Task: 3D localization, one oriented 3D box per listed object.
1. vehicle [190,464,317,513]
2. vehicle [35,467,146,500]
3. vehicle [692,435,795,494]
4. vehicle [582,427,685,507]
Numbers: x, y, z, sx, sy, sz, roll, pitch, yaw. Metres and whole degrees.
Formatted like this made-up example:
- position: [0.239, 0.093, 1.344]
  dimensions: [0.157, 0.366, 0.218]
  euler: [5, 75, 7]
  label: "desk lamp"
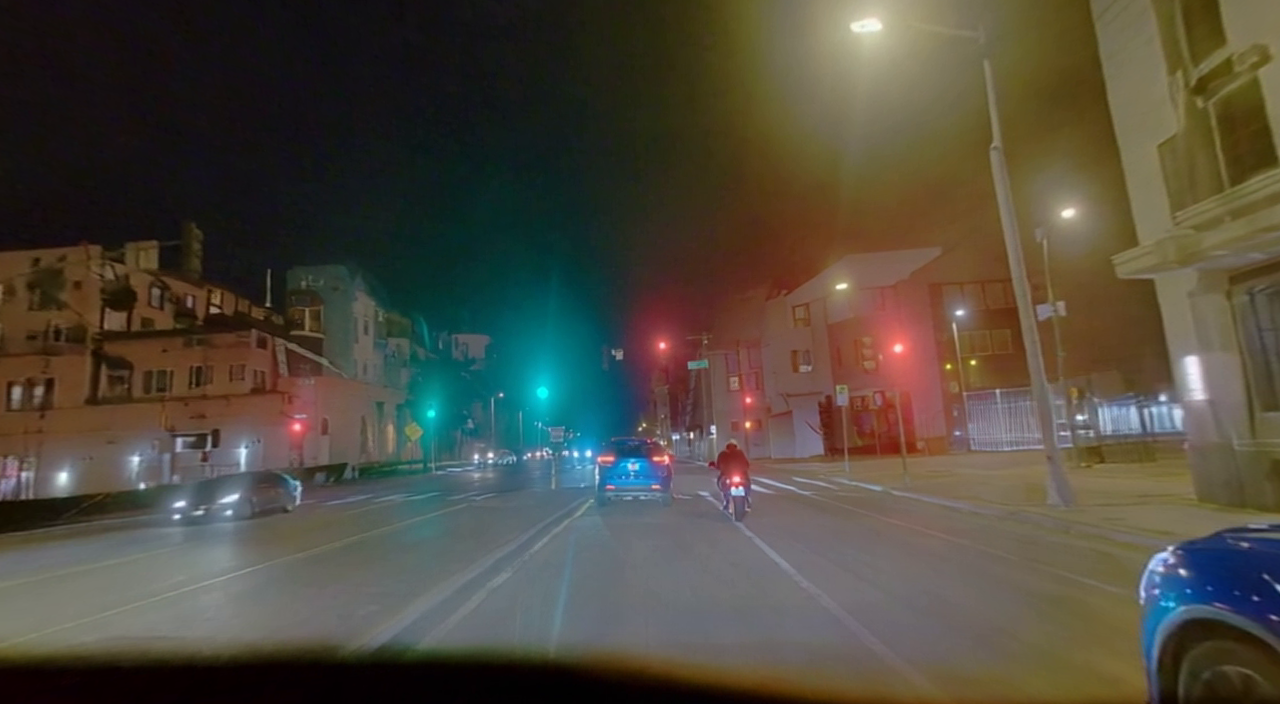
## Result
- position: [-14.475, 5.107, 24.039]
  dimensions: [1.963, 1.492, 4.885]
  euler: [0, -9, -3]
  label: "vehicle"
- position: [-30.909, 7.382, 35.571]
  dimensions: [4.326, 1.694, 1.949]
  euler: [0, -9, -1]
  label: "vehicle"
- position: [2.906, 3.285, 18.789]
  dimensions: [2.101, 1.507, 4.355]
  euler: [0, -9, -3]
  label: "vehicle"
- position: [-0.137, 2.866, 16.108]
  dimensions: [2.265, 1.748, 4.130]
  euler: [0, -9, 0]
  label: "vehicle"
